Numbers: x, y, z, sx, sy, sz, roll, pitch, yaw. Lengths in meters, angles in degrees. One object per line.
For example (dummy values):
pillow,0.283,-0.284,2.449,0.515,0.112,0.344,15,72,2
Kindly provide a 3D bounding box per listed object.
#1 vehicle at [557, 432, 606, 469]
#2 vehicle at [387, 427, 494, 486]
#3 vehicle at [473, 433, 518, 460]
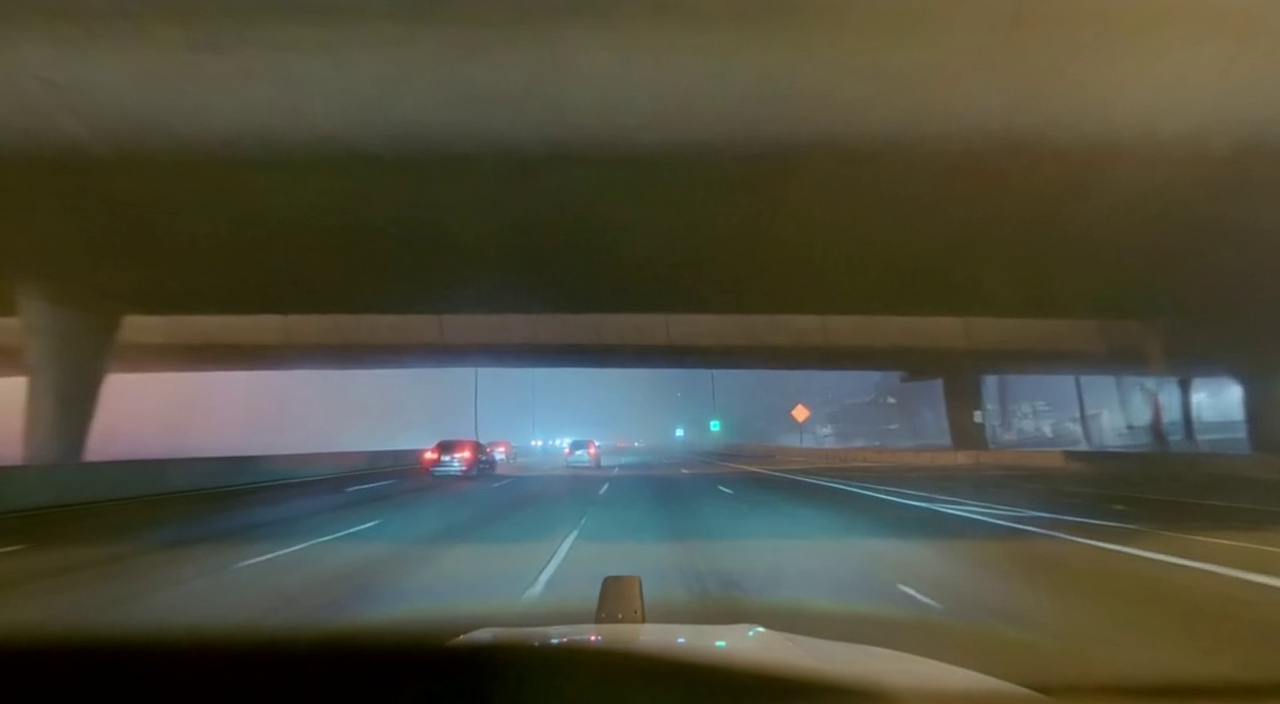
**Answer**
vehicle,-2.843,4.911,31.571,2.027,1.697,4.307,0,-8,0
vehicle,-6.541,3.475,21.346,2.015,1.762,4.790,0,-8,0
vehicle,-9.820,6.490,43.400,1.969,1.759,4.758,0,-8,0
